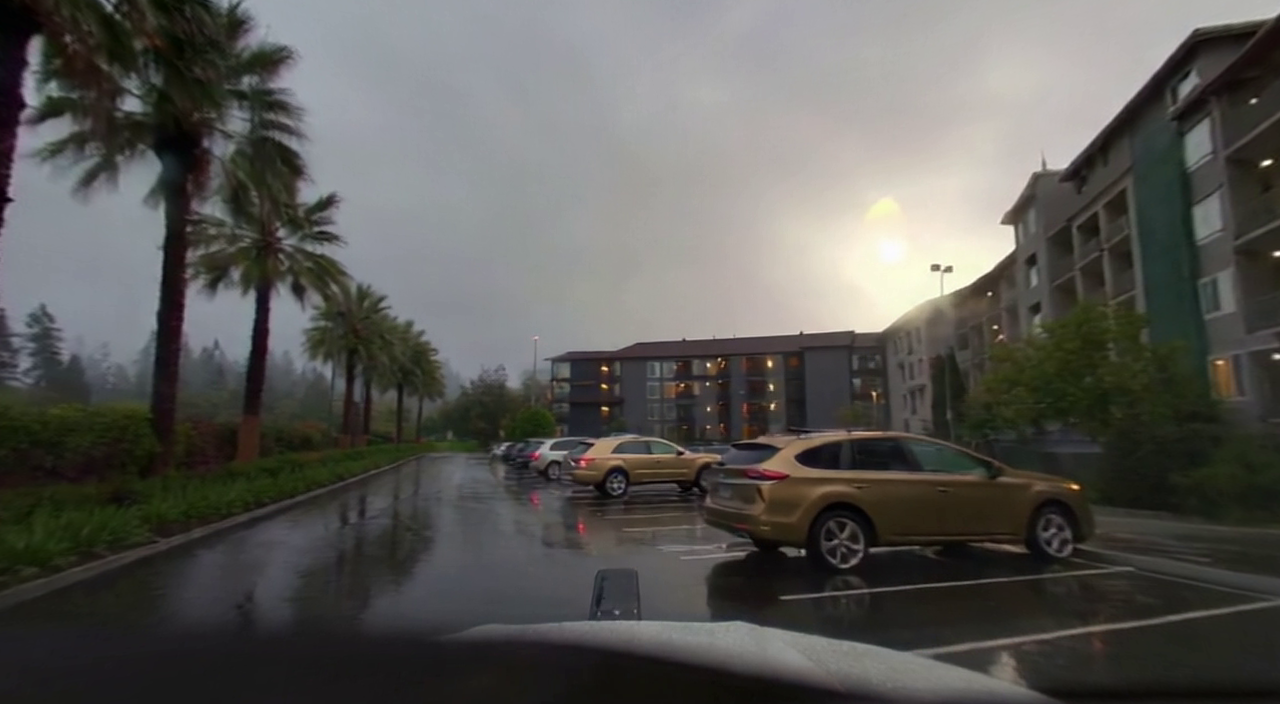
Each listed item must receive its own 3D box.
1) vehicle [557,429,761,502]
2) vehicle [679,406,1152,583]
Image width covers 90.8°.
[{"bbox_3d":[0.527,3.166,17.954,5.381,1.826,2.047,3,-9,-19],"label":"vehicle"},{"bbox_3d":[3.031,1.646,7.171,4.803,1.520,1.894,6,-14,-19],"label":"vehicle"}]
